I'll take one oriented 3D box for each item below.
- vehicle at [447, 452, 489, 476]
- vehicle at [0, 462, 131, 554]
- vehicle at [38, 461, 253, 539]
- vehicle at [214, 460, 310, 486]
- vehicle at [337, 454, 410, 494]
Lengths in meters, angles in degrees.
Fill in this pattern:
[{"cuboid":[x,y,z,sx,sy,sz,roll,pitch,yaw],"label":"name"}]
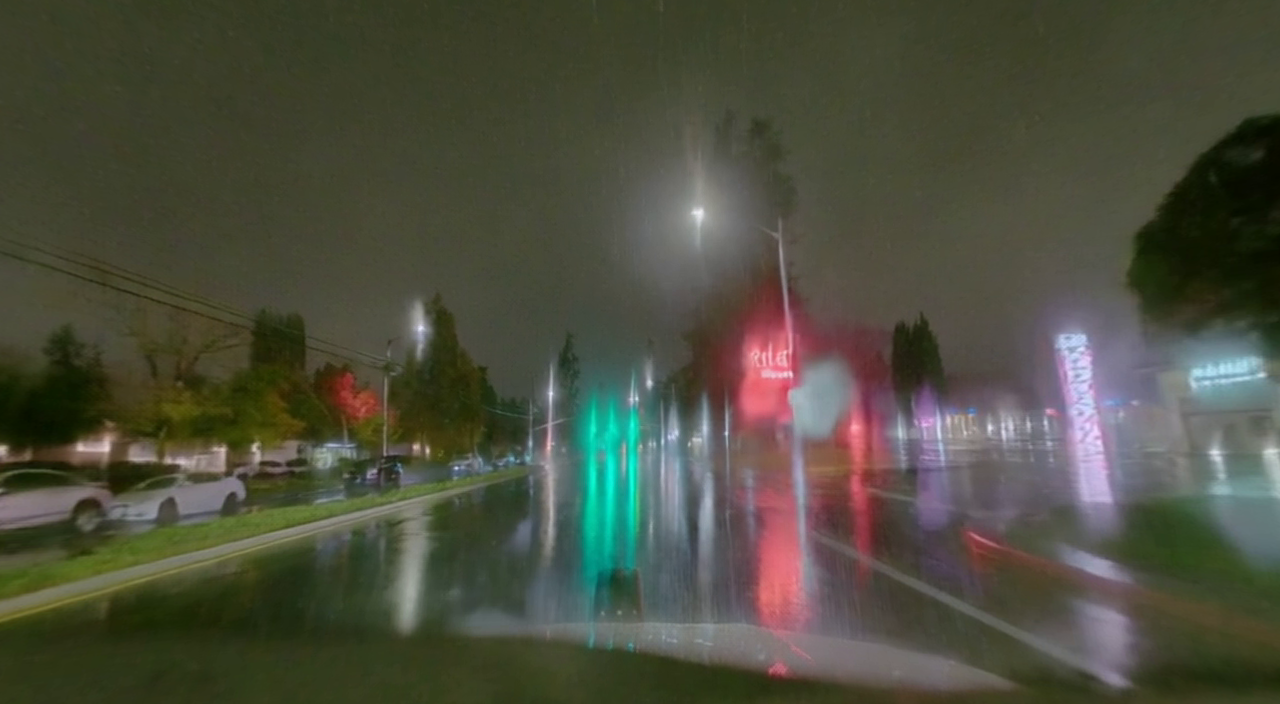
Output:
[{"cuboid":[-12.921,8.379,47.646,1.986,1.488,4.330,-4,-8,-2],"label":"vehicle"},{"cuboid":[-12.421,2.904,11.743,1.897,1.564,4.875,0,-8,-1],"label":"vehicle"},{"cuboid":[-12.555,3.732,16.544,2.040,1.424,4.594,-5,-8,-1],"label":"vehicle"},{"cuboid":[-23.627,7.556,39.621,4.718,1.500,1.943,0,-8,0],"label":"vehicle"},{"cuboid":[-12.852,5.857,30.745,1.953,1.558,3.839,-6,-8,-2],"label":"vehicle"}]
